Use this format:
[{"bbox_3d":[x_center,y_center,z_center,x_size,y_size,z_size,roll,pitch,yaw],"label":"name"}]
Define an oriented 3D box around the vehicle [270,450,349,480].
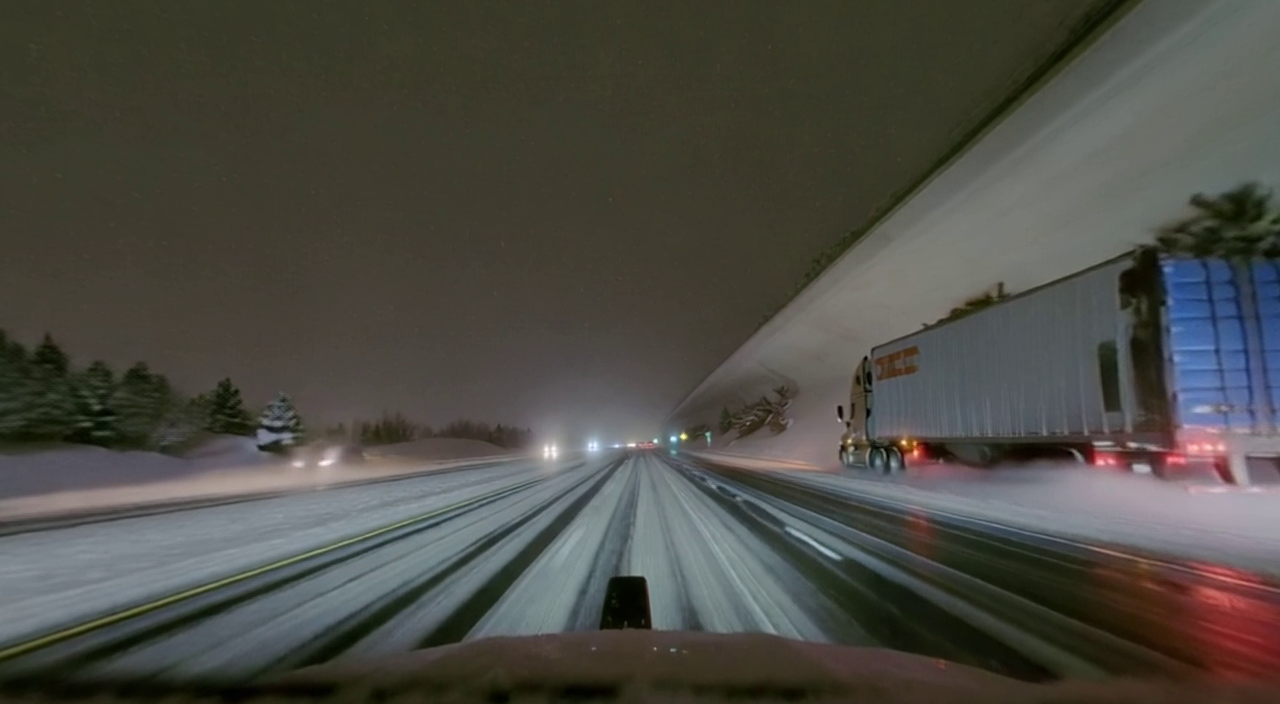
[{"bbox_3d":[-18.387,6.304,35.301,1.874,1.508,4.589,0,-8,1],"label":"vehicle"}]
